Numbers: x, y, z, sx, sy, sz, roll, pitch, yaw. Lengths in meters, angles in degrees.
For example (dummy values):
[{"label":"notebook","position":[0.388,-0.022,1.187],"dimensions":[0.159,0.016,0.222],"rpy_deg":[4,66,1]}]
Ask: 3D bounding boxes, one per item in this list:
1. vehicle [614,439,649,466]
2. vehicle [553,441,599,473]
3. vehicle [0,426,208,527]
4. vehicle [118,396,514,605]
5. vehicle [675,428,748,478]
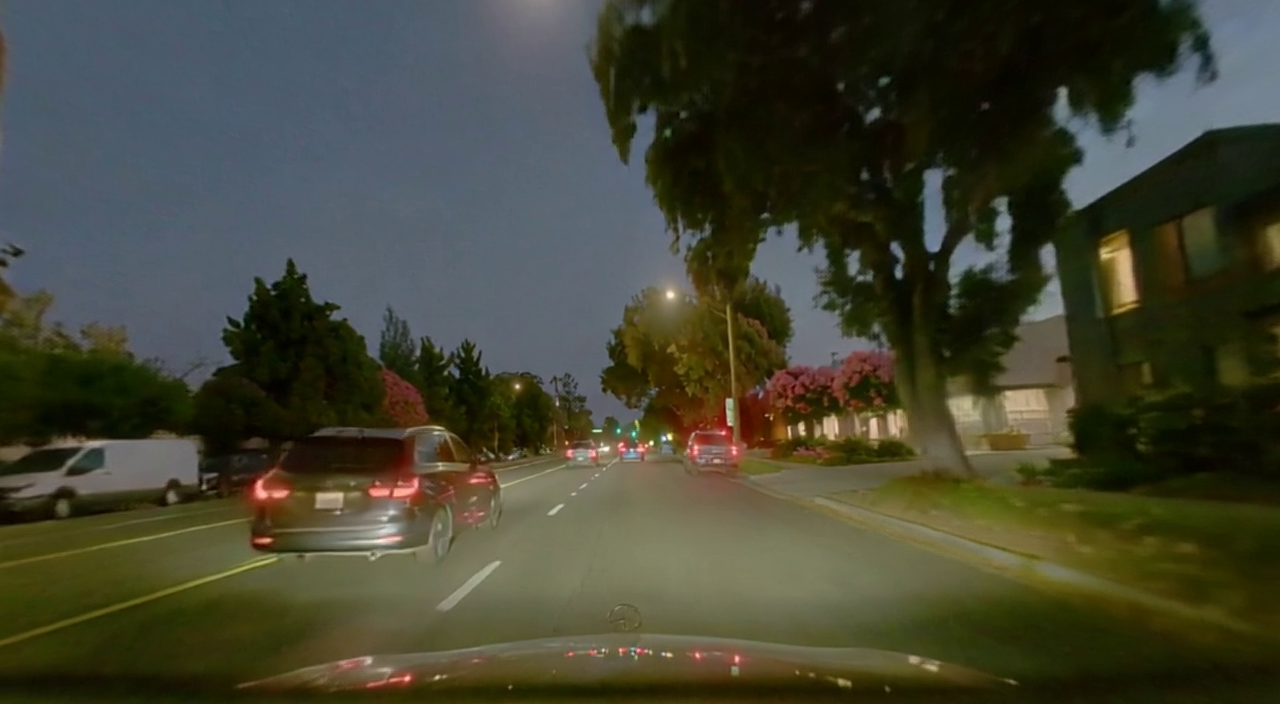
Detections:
[{"label":"vehicle","position":[-0.590,7.162,45.170],"dimensions":[2.376,1.801,4.317],"rpy_deg":[0,-9,-1]},{"label":"vehicle","position":[-3.439,5.739,34.705],"dimensions":[2.167,1.634,4.220],"rpy_deg":[0,-9,-1]},{"label":"vehicle","position":[-16.336,3.549,18.917],"dimensions":[2.474,2.431,6.256],"rpy_deg":[-6,-7,0]},{"label":"vehicle","position":[-3.238,1.631,7.912],"dimensions":[2.257,1.751,5.028],"rpy_deg":[0,-9,0]},{"label":"vehicle","position":[3.110,4.590,28.858],"dimensions":[2.653,2.058,5.096],"rpy_deg":[0,-9,-1]}]
